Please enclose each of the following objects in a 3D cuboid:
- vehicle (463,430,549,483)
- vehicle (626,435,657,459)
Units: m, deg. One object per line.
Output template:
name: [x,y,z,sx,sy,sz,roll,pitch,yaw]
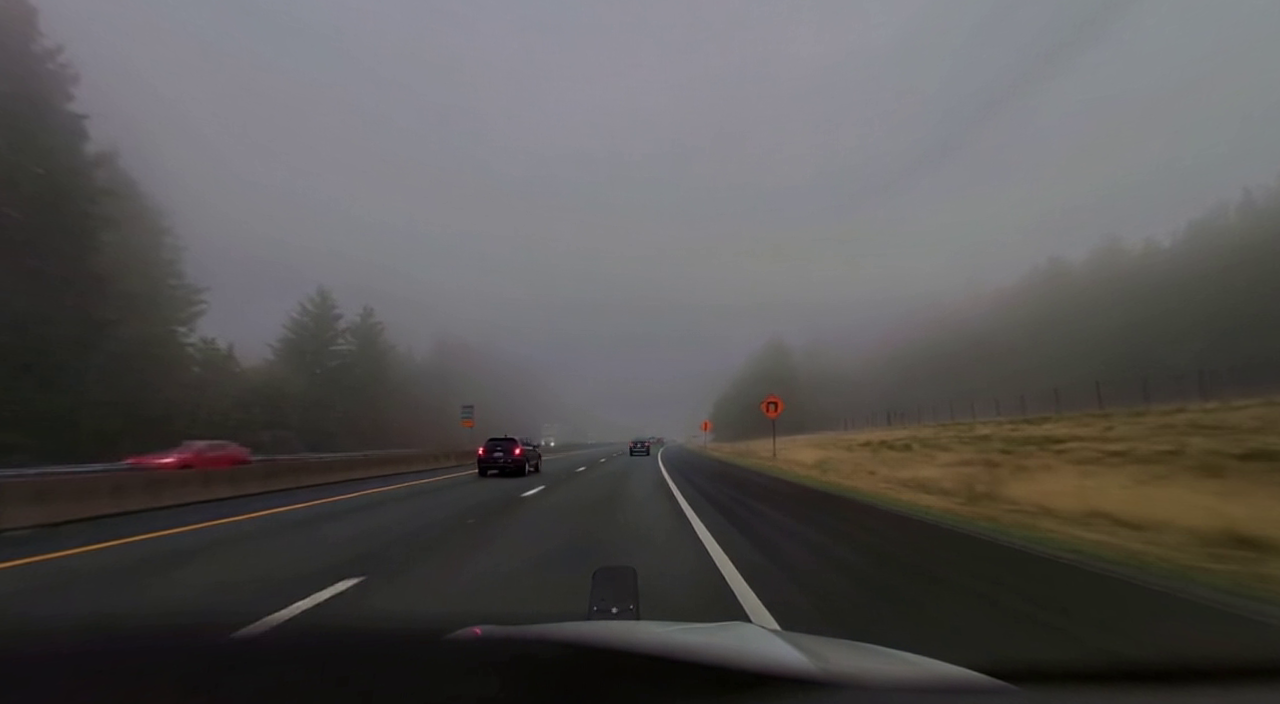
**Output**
vehicle: [-4.646,3.695,22.504,2.075,1.653,4.317,-1,-8,1]
vehicle: [0.073,6.819,45.268,2.146,1.636,4.026,0,-8,0]
